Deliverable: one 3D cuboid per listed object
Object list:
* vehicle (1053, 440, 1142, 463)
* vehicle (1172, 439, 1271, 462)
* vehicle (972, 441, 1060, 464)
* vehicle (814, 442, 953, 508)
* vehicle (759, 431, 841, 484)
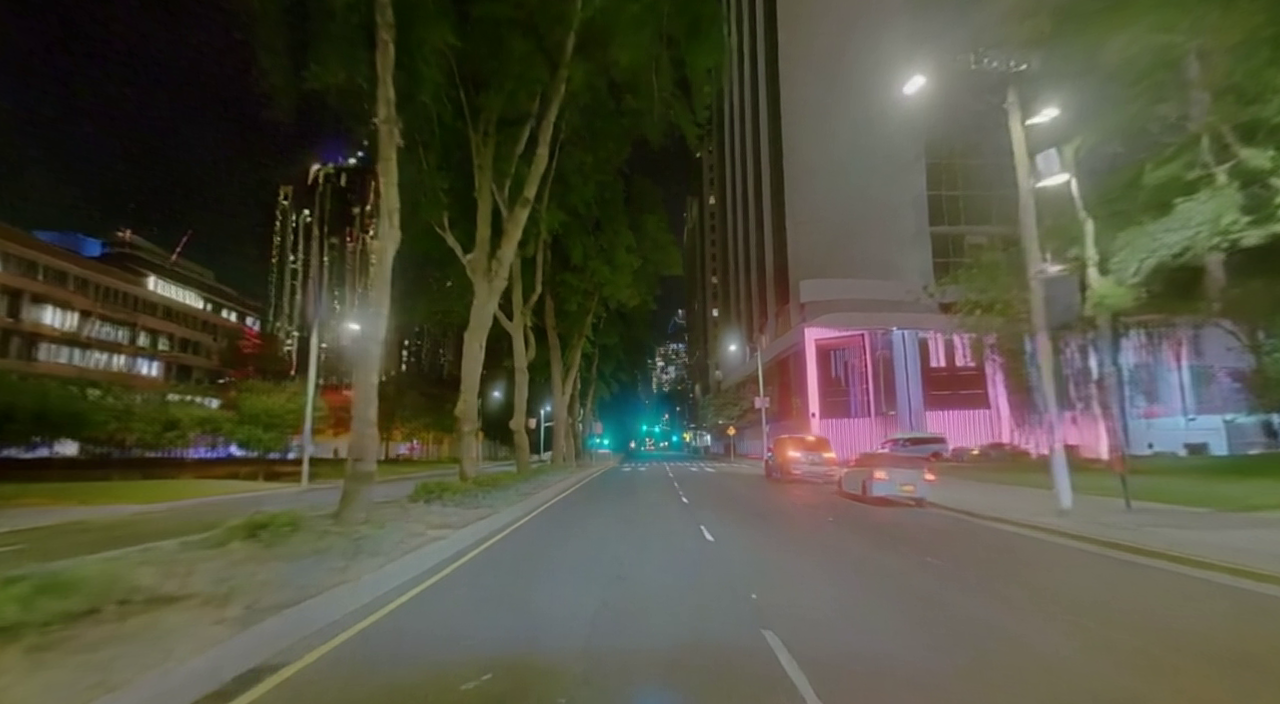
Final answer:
[{"bbox_3d":[30.458,6.605,42.051,4.373,1.489,1.908,0,-8,1],"label":"vehicle"},{"bbox_3d":[38.537,6.500,41.842,4.519,1.466,1.996,0,-8,1],"label":"vehicle"},{"bbox_3d":[25.238,6.728,42.449,4.733,1.494,1.794,0,-8,0],"label":"vehicle"},{"bbox_3d":[6.306,3.211,16.998,1.948,1.511,4.623,0,-8,1],"label":"vehicle"},{"bbox_3d":[6.310,4.221,25.512,2.045,1.890,4.876,0,-8,0],"label":"vehicle"}]
